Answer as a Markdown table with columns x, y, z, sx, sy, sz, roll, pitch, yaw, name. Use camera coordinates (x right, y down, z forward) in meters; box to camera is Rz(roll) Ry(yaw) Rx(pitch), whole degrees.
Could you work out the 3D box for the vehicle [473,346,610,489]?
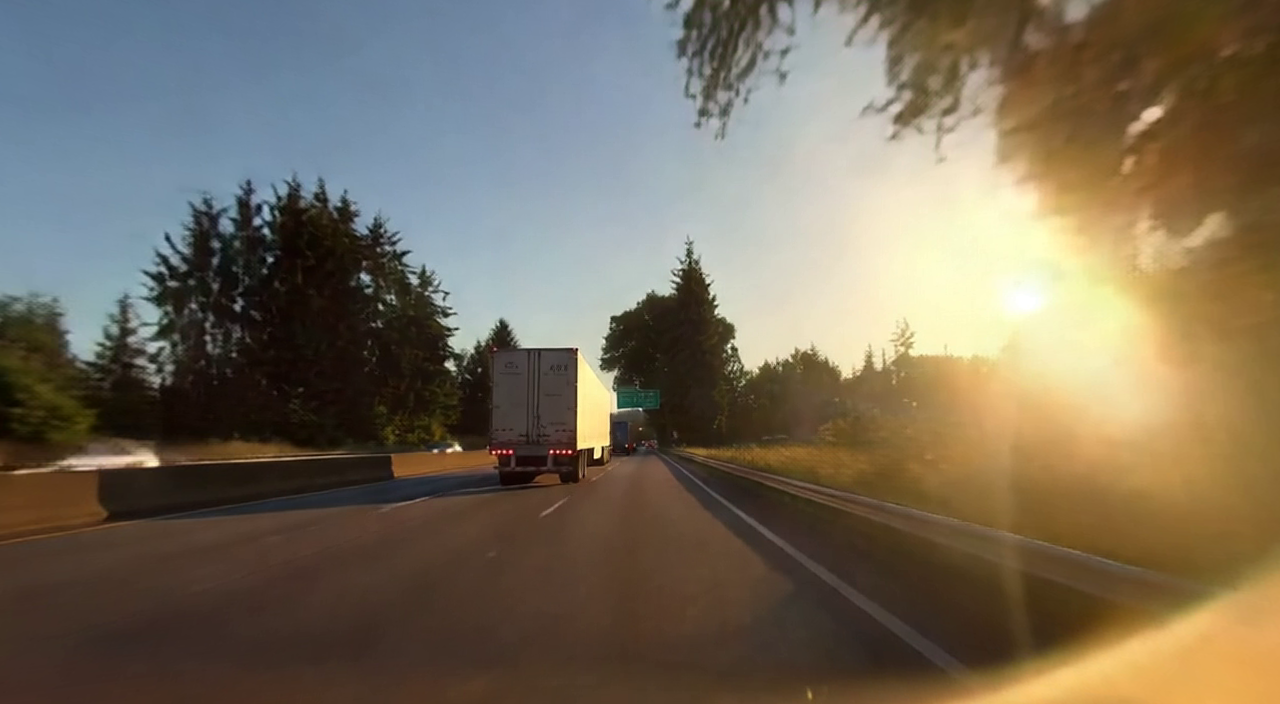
| x | y | z | sx | sy | sz | roll | pitch | yaw | name |
| --- | --- | --- | --- | --- | --- | --- | --- | --- | --- |
| -3.097 | 2.857 | 24.882 | 2.947 | 4.051 | 14.256 | 0 | -8 | 1 | vehicle |
